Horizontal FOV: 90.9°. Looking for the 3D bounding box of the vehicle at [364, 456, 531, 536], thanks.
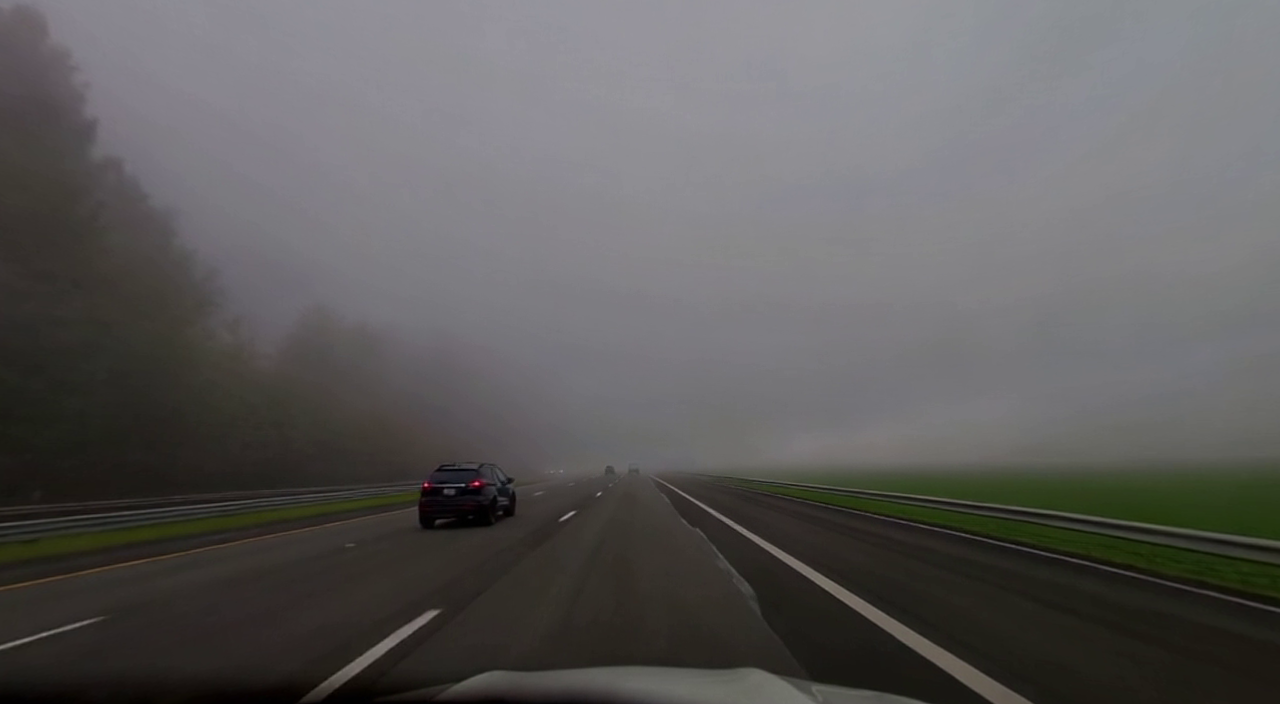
[{"bbox_3d":[-3.978,3.107,14.063,2.183,1.435,4.653,0,-10,1],"label":"vehicle"}]
